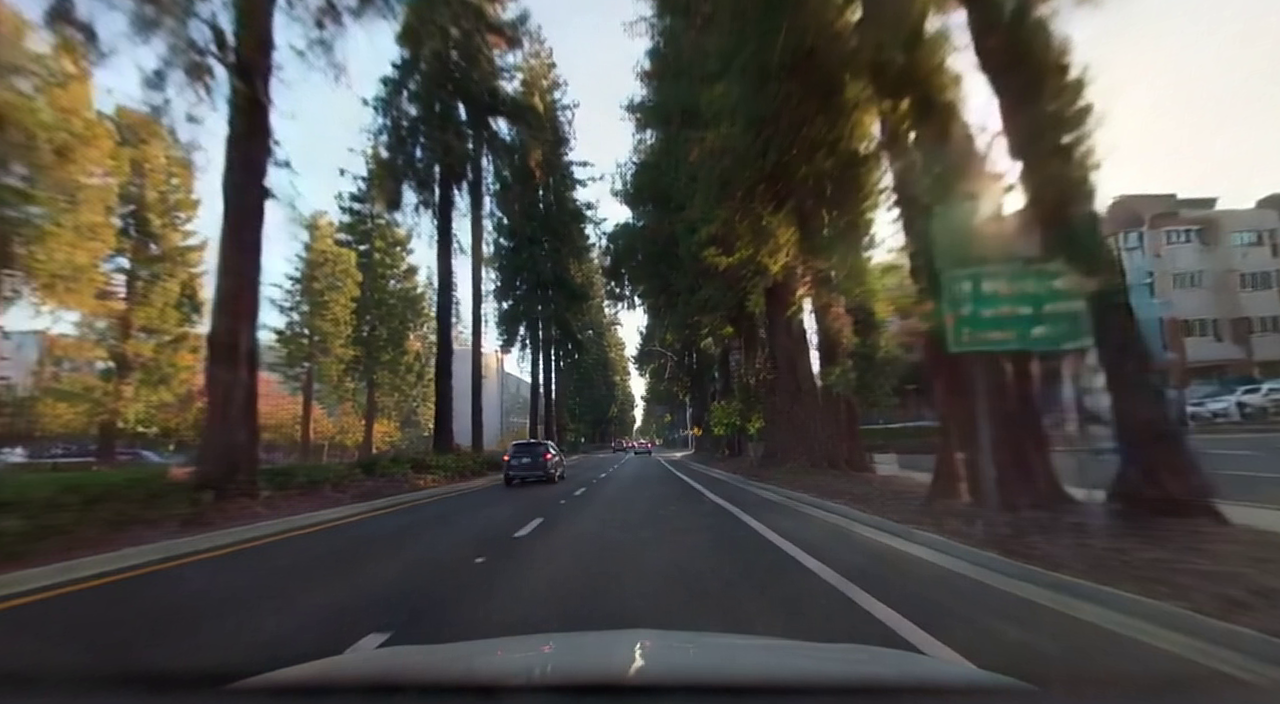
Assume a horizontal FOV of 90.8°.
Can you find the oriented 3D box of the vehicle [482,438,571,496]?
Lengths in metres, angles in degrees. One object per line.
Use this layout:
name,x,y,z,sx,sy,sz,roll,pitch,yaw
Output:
vehicle,-3.379,3.503,19.663,1.942,1.588,4.172,0,-9,1
